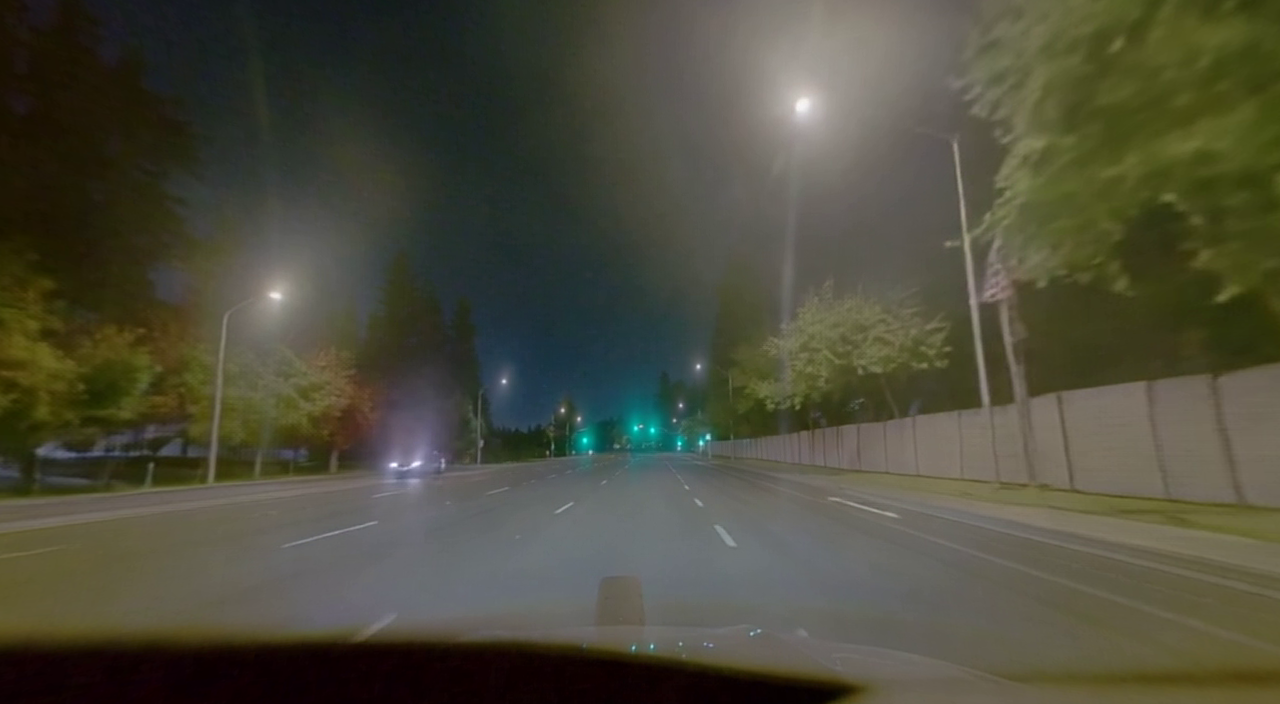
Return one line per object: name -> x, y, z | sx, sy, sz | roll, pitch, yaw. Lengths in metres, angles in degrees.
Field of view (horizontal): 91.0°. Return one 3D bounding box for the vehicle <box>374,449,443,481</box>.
vehicle -> -13.042, 6.377, 35.821 | 2.094, 1.638, 4.477 | -1, -9, 2
